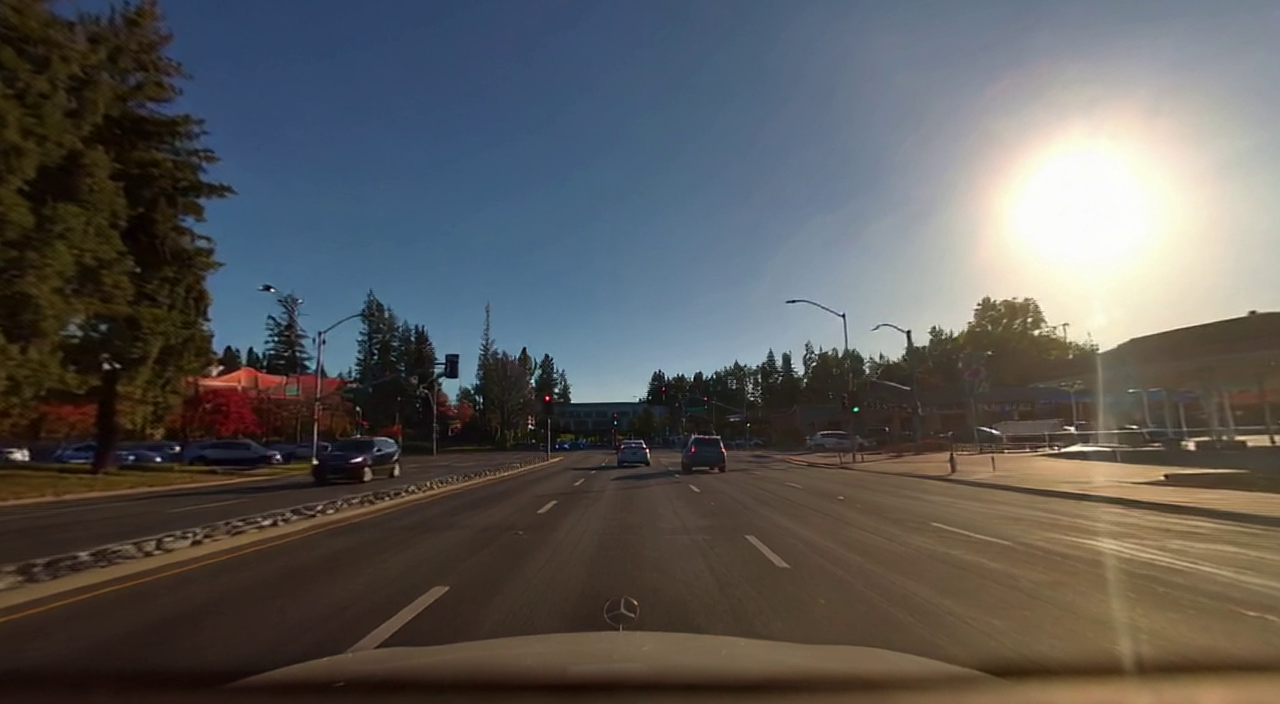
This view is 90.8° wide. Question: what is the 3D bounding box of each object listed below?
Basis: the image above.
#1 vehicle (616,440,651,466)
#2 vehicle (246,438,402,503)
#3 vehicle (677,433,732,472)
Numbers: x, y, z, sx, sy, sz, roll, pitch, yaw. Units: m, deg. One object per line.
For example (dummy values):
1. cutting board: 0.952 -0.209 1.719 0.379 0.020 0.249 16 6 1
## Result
1. vehicle: -0.379 6.172 38.697 2.035 1.474 3.779 0 -9 1
2. vehicle: -8.265 3.118 17.048 1.969 1.526 4.261 0 -9 0
3. vehicle: 3.046 4.882 30.749 2.103 1.726 4.385 0 -9 -2
